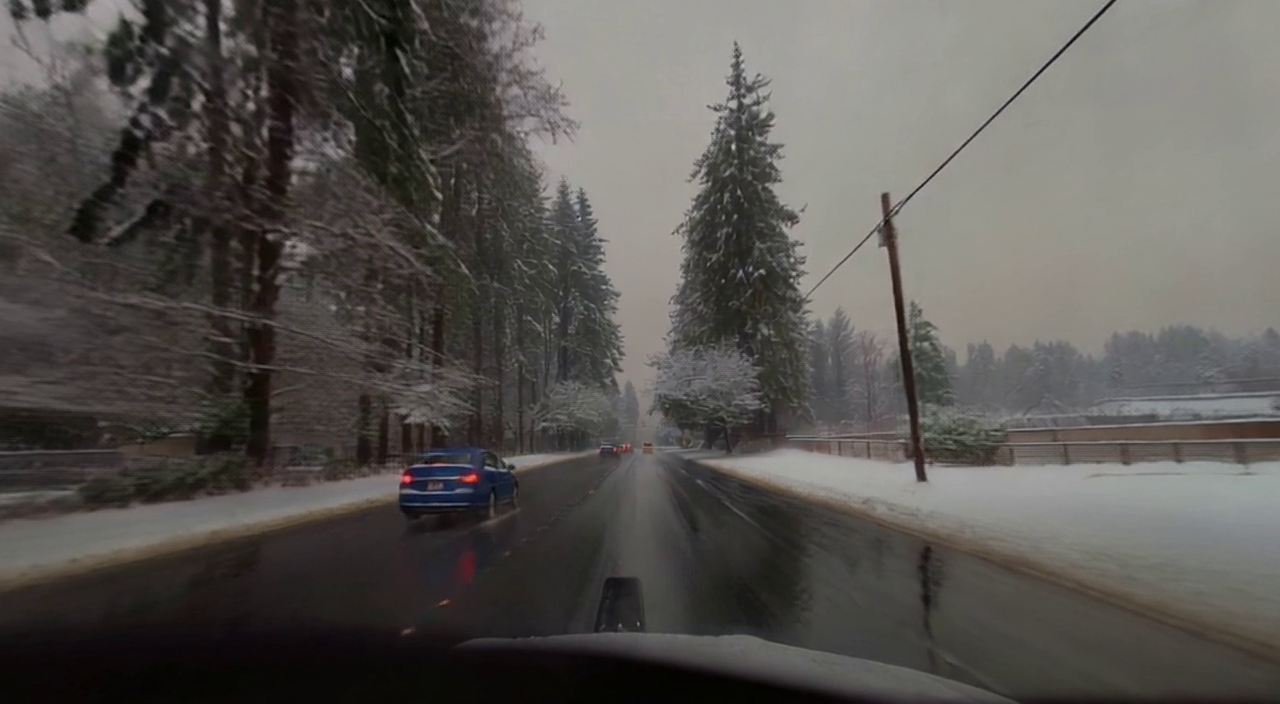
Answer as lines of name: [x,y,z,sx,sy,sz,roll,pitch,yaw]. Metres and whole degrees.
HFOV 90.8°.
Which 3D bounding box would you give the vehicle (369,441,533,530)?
vehicle: [-3.444,2.507,12.497,1.870,1.431,4.317,0,-8,1]
